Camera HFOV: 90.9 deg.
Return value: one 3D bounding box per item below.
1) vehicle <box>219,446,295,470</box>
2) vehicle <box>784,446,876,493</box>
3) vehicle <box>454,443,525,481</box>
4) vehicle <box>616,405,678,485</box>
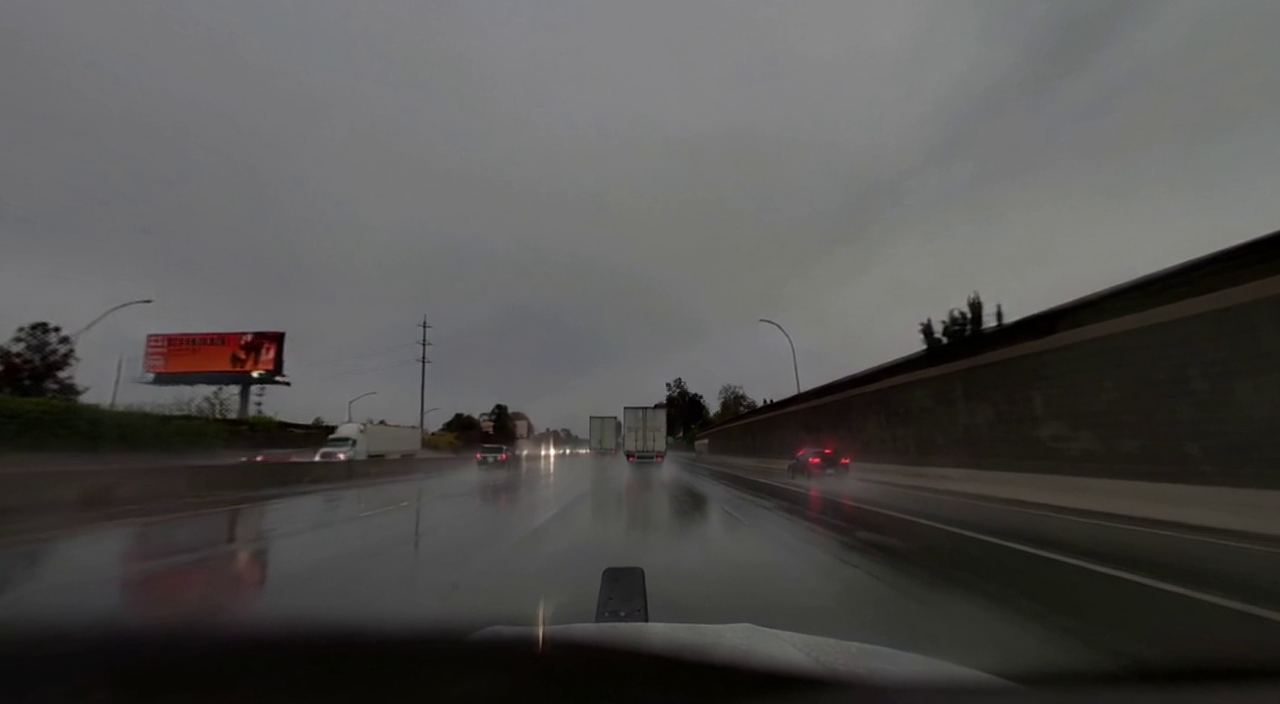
[{"bbox_3d":[-29.272,8.102,48.419,2.649,1.703,4.861,-1,-9,1],"label":"vehicle"},{"bbox_3d":[6.887,4.275,23.392,1.969,1.560,4.394,0,-9,-1],"label":"vehicle"},{"bbox_3d":[-6.714,4.950,28.600,1.992,1.547,4.673,-1,-9,1],"label":"vehicle"},{"bbox_3d":[0.278,5.342,37.516,3.054,3.944,11.230,-1,-6,-1],"label":"vehicle"}]
